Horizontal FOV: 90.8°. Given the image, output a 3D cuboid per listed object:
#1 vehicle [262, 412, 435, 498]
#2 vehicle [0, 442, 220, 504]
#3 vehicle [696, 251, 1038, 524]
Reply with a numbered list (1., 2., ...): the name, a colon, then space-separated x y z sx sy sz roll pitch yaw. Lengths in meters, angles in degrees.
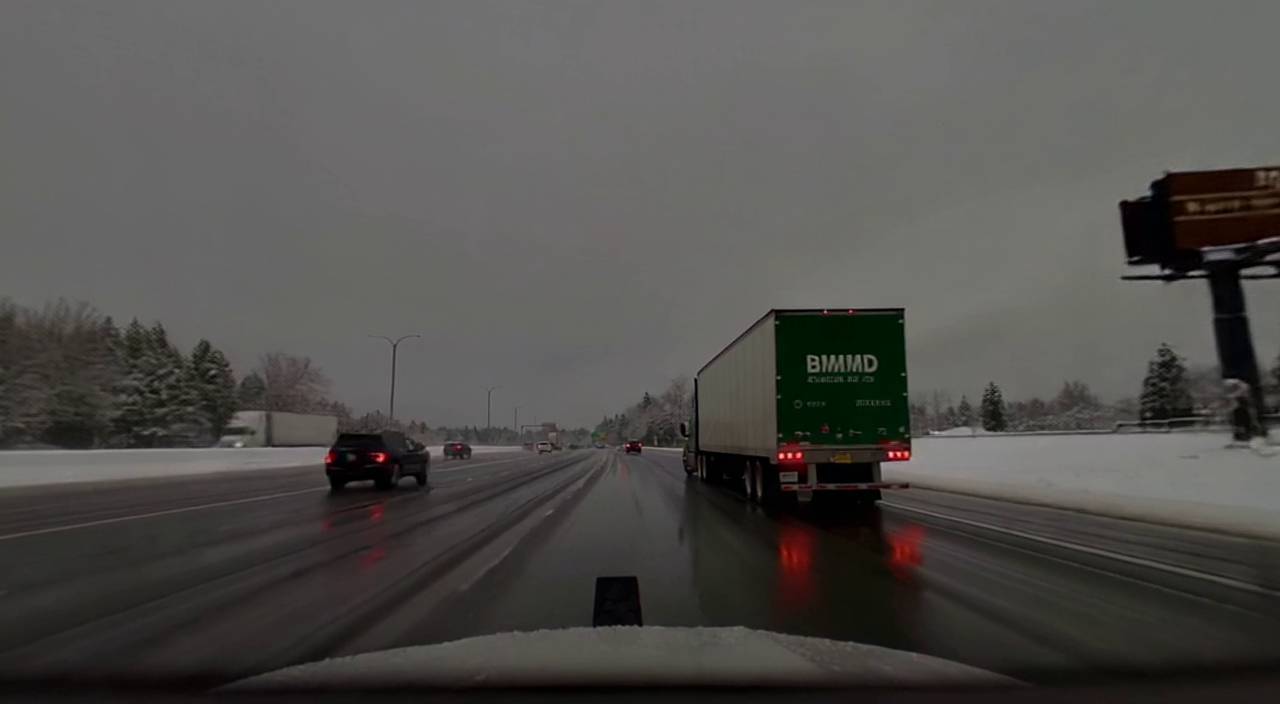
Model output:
1. vehicle: -7.397 2.688 16.799 2.100 1.905 5.119 0 -8 0
2. vehicle: -13.912 3.117 16.828 2.067 1.398 4.863 0 -8 1
3. vehicle: 3.904 1.547 16.603 2.891 3.944 15.051 0 -8 -2
